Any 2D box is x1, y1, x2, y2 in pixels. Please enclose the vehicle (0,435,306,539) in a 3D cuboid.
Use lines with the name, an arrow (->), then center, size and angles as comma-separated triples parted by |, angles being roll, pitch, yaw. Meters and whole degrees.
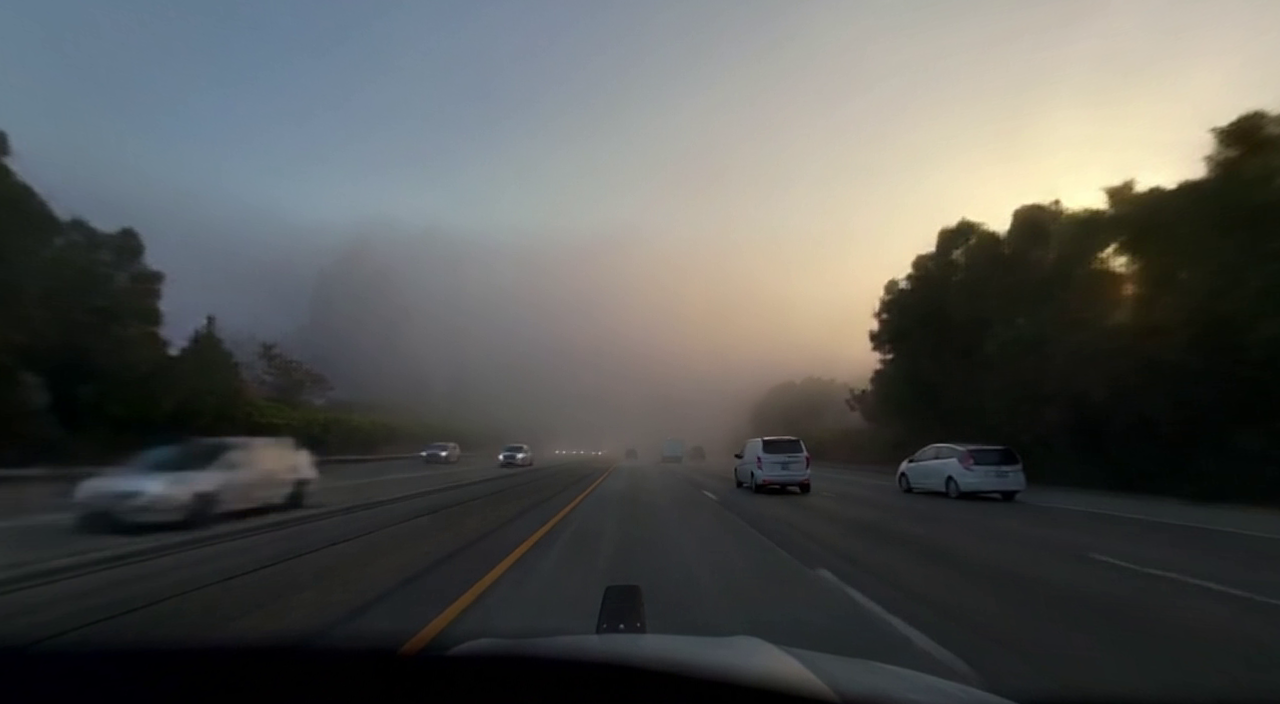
vehicle -> -8.338, 2.296, 11.417 | 2.015, 1.467, 4.629 | 0, -9, 1

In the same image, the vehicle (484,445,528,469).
vehicle -> -8.578, 6.763, 40.826 | 1.896, 1.478, 4.403 | 0, -9, 0

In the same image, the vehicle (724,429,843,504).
vehicle -> 3.711, 3.059, 17.277 | 2.070, 1.751, 4.576 | 0, -9, -1

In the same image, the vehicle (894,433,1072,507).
vehicle -> 8.636, 2.996, 16.476 | 2.018, 1.636, 4.510 | 0, -9, -1
